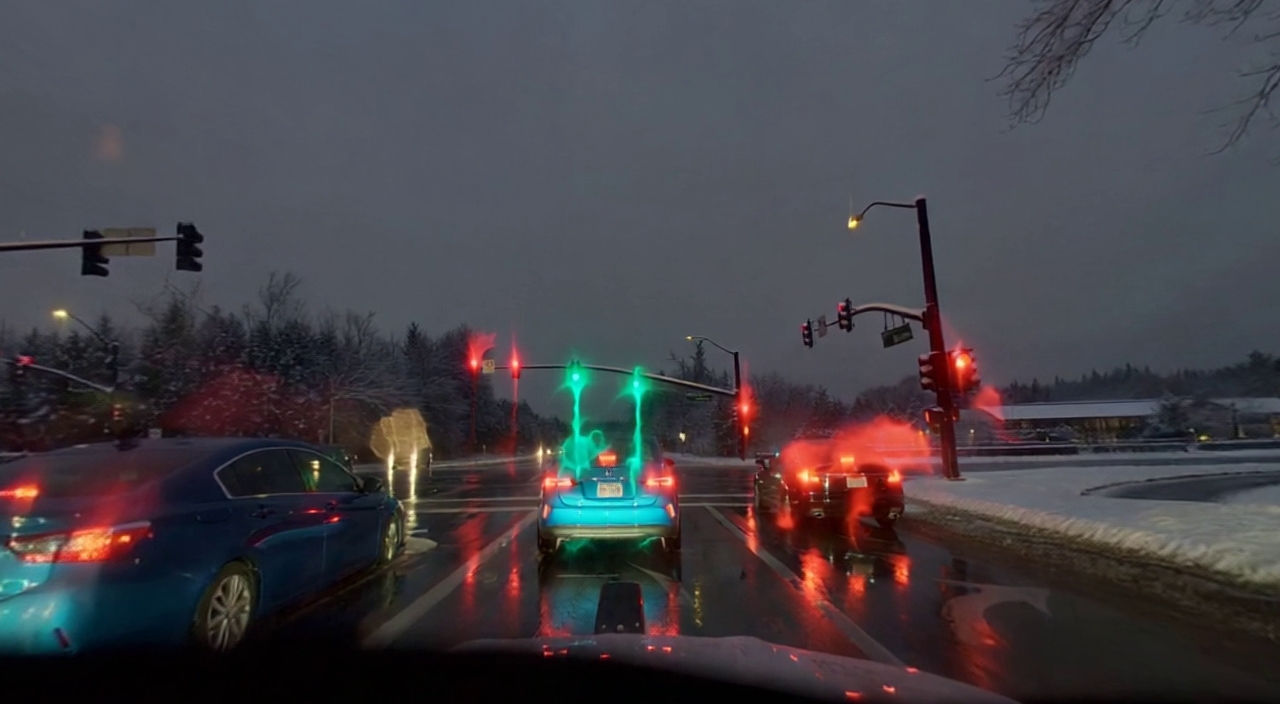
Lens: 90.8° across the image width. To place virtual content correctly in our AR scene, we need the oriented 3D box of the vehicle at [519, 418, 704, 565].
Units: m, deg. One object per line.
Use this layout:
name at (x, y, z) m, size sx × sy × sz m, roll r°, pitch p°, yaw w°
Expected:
vehicle at (-0.348, 1.833, 8.987) m, size 2.038 × 1.599 × 3.844 m, roll 0°, pitch -8°, yaw -1°

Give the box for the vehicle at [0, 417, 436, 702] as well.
vehicle at (-3.578, 1.421, 5.602) m, size 2.052 × 1.472 × 4.479 m, roll 0°, pitch -8°, yaw 0°

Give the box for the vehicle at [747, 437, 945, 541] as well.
vehicle at (3.295, 2.274, 11.196) m, size 1.970 × 1.449 × 4.433 m, roll 0°, pitch -8°, yaw -1°
